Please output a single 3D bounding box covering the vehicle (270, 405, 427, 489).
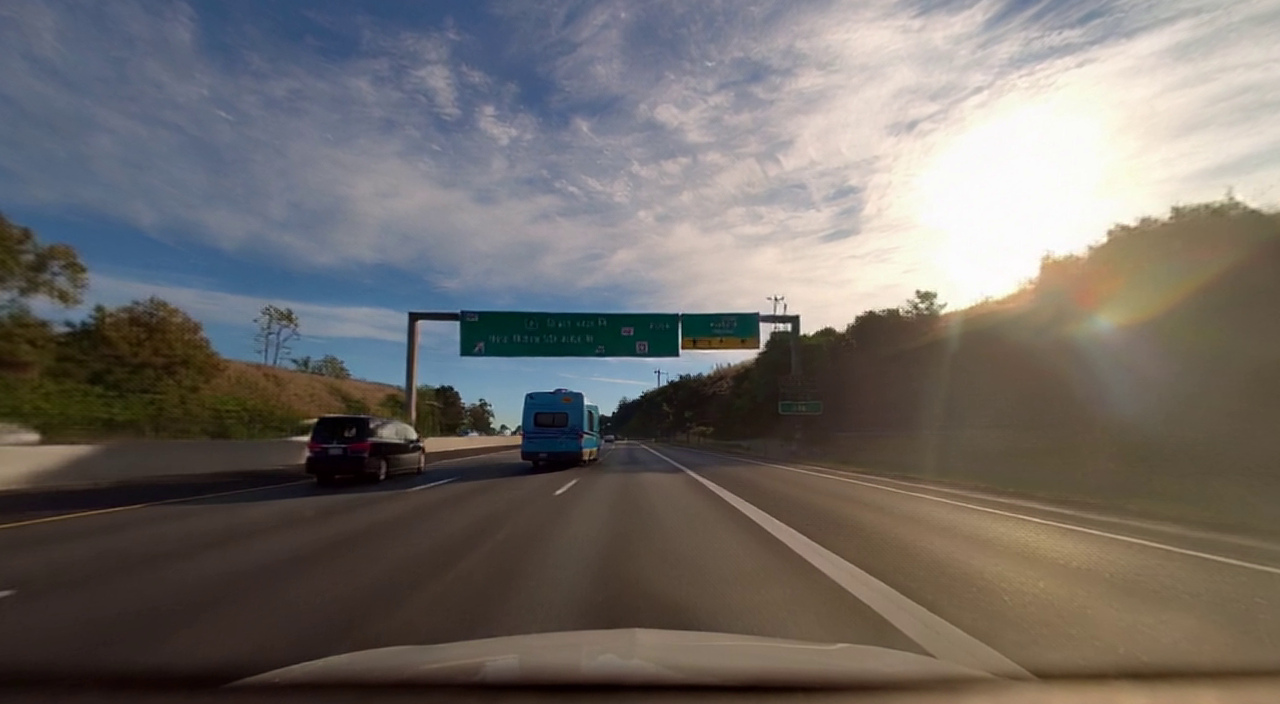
[{"bbox_3d":[-7.283,2.410,16.328,2.045,1.873,4.202,0,-7,0],"label":"vehicle"}]

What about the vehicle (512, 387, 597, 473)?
[{"bbox_3d":[-3.544,3.470,27.921,2.676,3.269,7.388,0,-7,0],"label":"vehicle"}]
